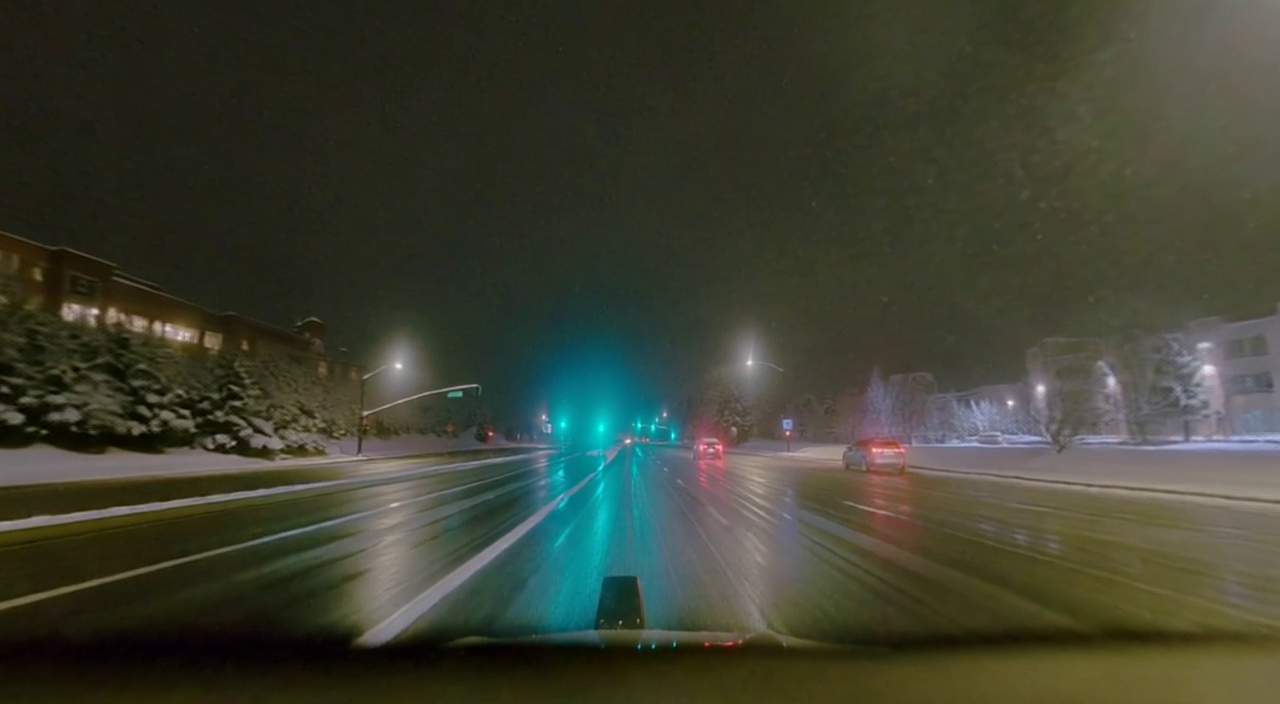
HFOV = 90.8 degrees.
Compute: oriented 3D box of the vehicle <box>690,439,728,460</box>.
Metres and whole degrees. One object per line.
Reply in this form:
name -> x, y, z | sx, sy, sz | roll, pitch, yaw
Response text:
vehicle -> 5.036, 7.189, 46.724 | 2.187, 1.475, 4.529 | 0, -8, -1
